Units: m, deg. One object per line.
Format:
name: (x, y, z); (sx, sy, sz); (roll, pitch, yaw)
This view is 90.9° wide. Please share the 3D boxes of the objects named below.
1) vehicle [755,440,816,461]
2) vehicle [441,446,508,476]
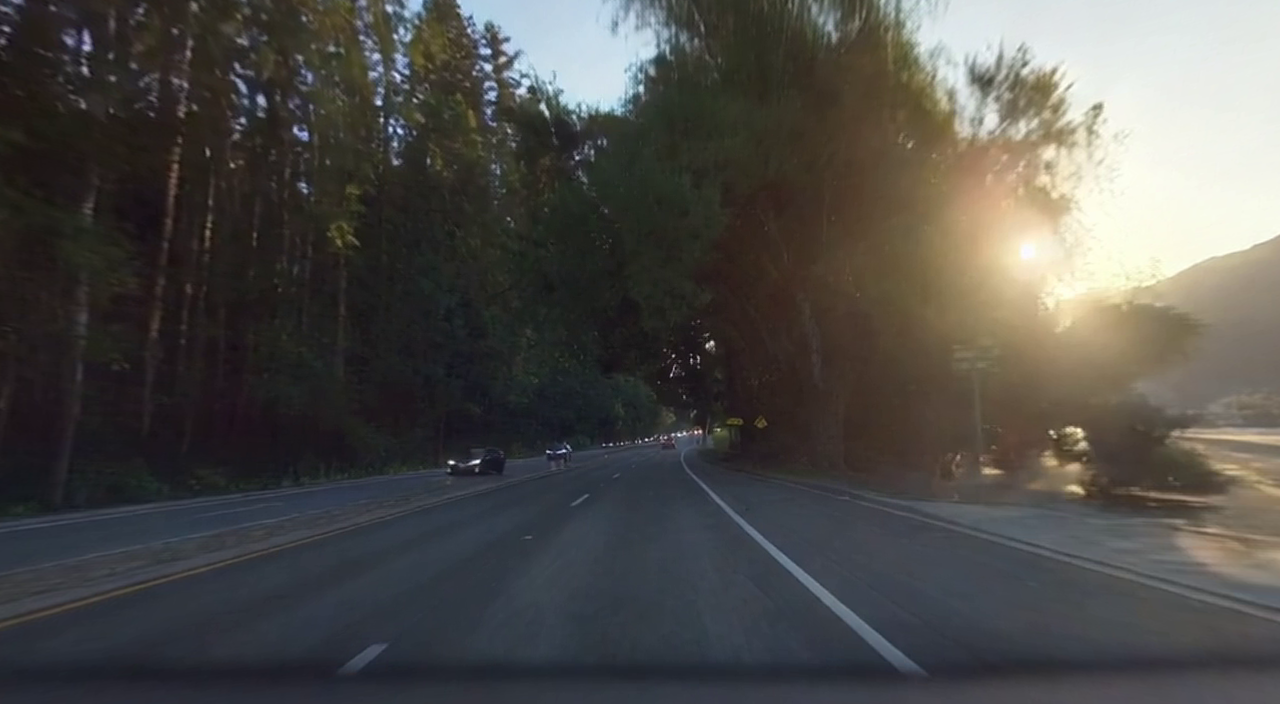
vehicle: (11.380, 7.685, 49.381); (4.227, 1.608, 2.018); (0, -8, -3)
vehicle: (-8.369, 5.530, 32.266); (2.162, 1.438, 4.374); (0, -8, 2)
